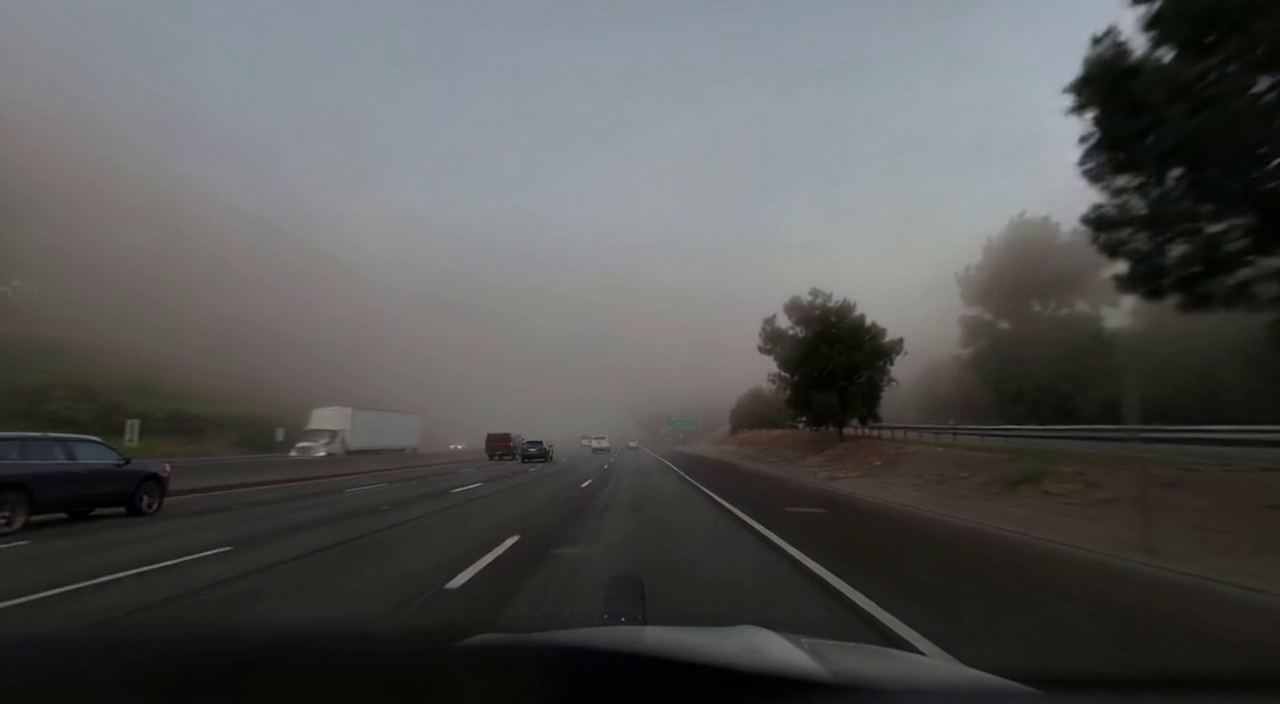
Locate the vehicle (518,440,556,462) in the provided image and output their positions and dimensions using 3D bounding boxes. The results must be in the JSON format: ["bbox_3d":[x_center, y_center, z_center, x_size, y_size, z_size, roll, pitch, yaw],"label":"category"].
[{"bbox_3d":[-7.560,7.339,46.563,2.113,1.507,4.450,0,-9,0],"label":"vehicle"}]

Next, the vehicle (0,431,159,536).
[{"bbox_3d":[-11.003,2.199,10.689,2.001,1.625,4.528,0,-9,0],"label":"vehicle"}]

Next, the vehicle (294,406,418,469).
[{"bbox_3d":[-18.216,5.739,41.584,3.018,3.568,11.385,0,-9,-1],"label":"vehicle"}]
